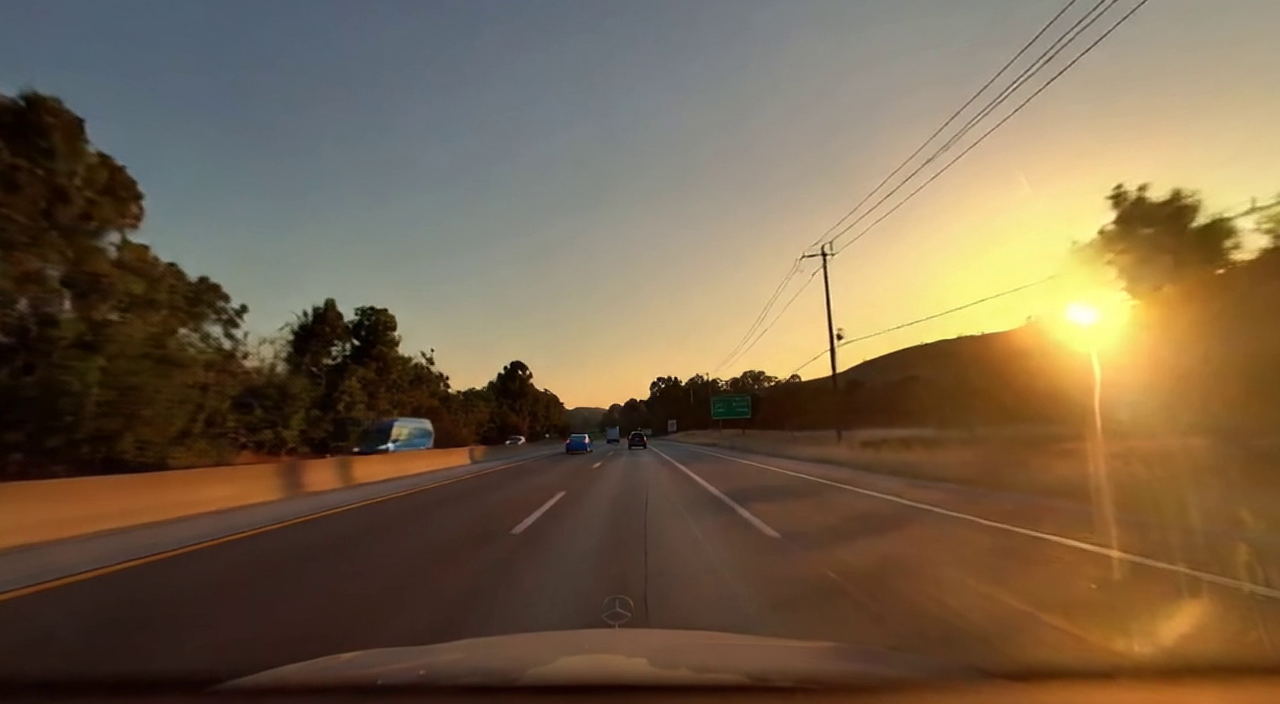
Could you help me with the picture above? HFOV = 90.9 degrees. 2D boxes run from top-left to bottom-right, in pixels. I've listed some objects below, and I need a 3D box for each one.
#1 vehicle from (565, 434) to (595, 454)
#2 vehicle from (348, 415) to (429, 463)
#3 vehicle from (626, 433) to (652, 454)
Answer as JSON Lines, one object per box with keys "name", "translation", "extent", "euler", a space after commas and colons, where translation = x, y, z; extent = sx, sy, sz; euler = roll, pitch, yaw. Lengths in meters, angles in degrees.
{"name": "vehicle", "translation": [-4.486, 6.923, 47.536], "extent": [1.911, 1.477, 3.807], "euler": [0, -8, 0]}
{"name": "vehicle", "translation": [-17.201, 5.985, 43.670], "extent": [2.656, 3.032, 7.159], "euler": [0, -8, 0]}
{"name": "vehicle", "translation": [-0.122, 6.917, 47.659], "extent": [1.890, 1.472, 3.716], "euler": [0, -8, -1]}
